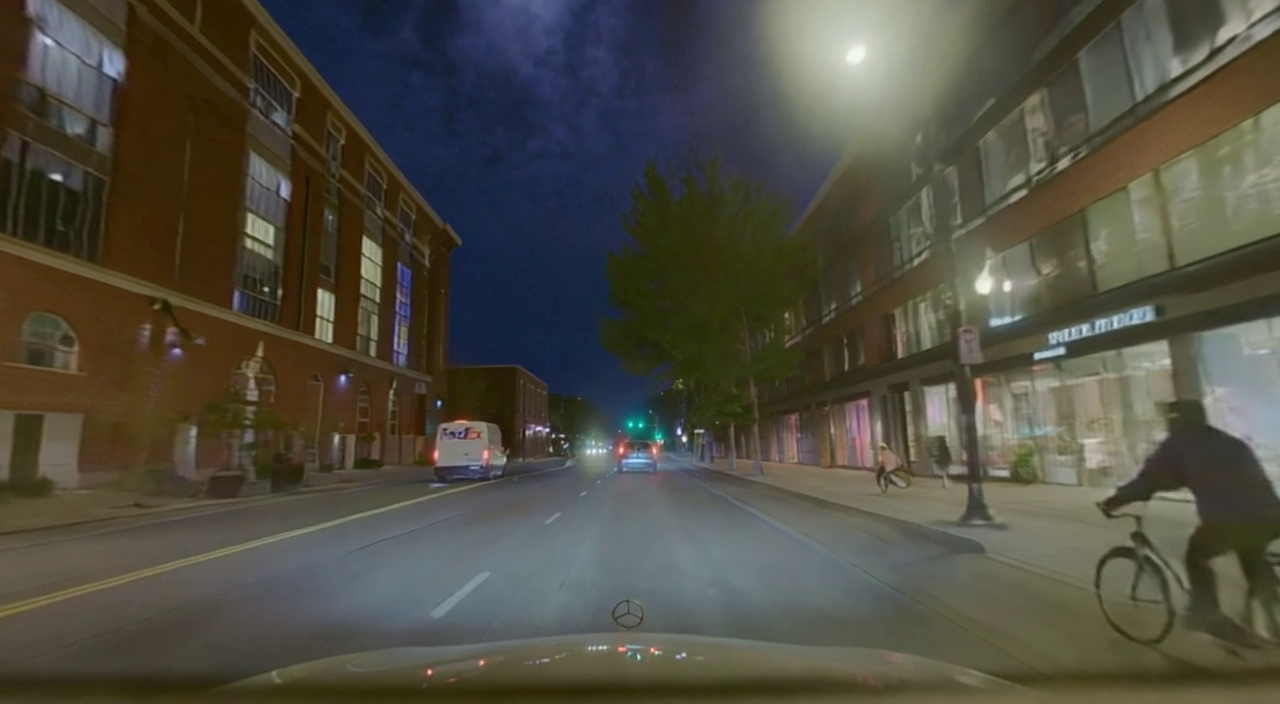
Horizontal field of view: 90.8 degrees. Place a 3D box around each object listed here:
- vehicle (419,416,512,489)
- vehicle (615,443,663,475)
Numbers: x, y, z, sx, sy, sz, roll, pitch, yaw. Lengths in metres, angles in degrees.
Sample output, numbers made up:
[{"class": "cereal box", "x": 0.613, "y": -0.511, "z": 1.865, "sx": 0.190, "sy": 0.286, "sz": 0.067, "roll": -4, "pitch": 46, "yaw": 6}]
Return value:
[{"class": "vehicle", "x": -7.007, "y": 4.103, "z": 26.159, "sx": 2.418, "sy": 2.620, "sz": 5.522, "roll": -1, "pitch": -8, "yaw": -1}, {"class": "vehicle", "x": -0.085, "y": 5.617, "z": 33.417, "sx": 2.356, "sy": 1.572, "sz": 4.810, "roll": 0, "pitch": -9, "yaw": -1}]
